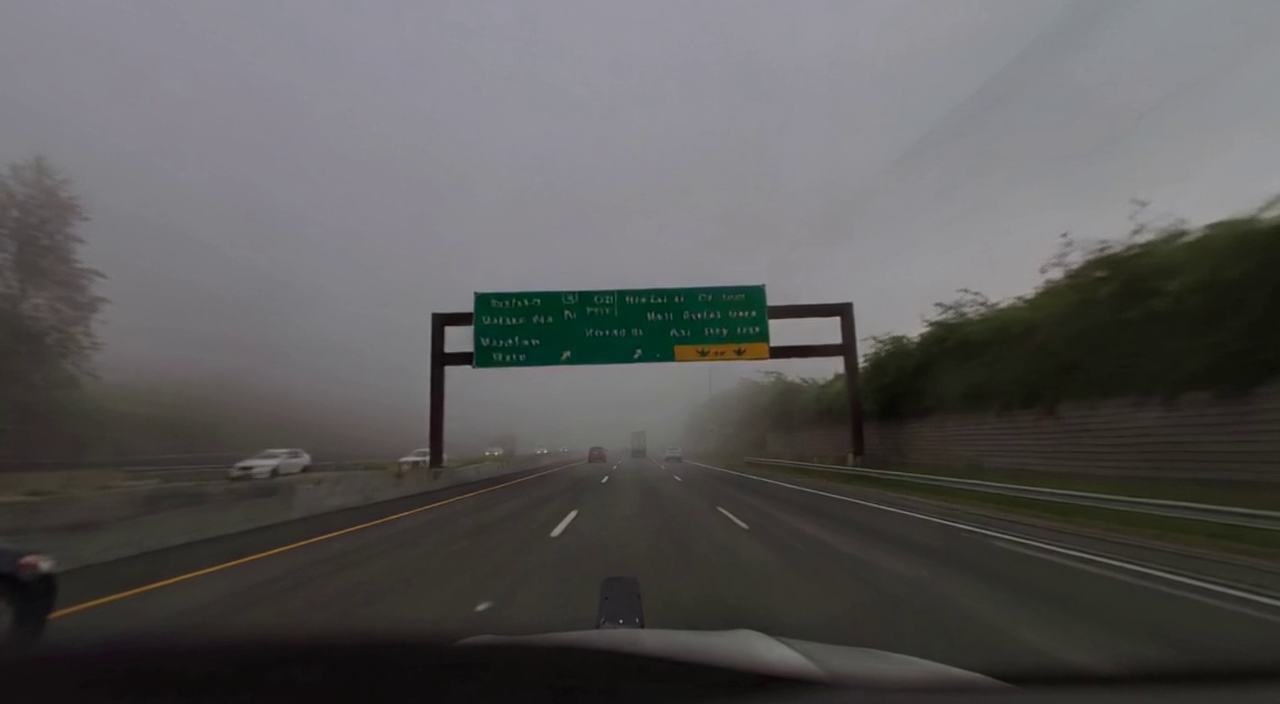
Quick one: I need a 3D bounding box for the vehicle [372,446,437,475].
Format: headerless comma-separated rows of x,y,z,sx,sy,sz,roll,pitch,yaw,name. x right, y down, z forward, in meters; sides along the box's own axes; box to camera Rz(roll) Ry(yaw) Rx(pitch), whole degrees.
-12.717,5.866,34.321,1.828,1.434,4.472,0,-9,-1,vehicle

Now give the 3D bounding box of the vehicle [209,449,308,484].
-17.132,5.133,28.600,1.870,1.479,4.183,0,-9,0,vehicle
